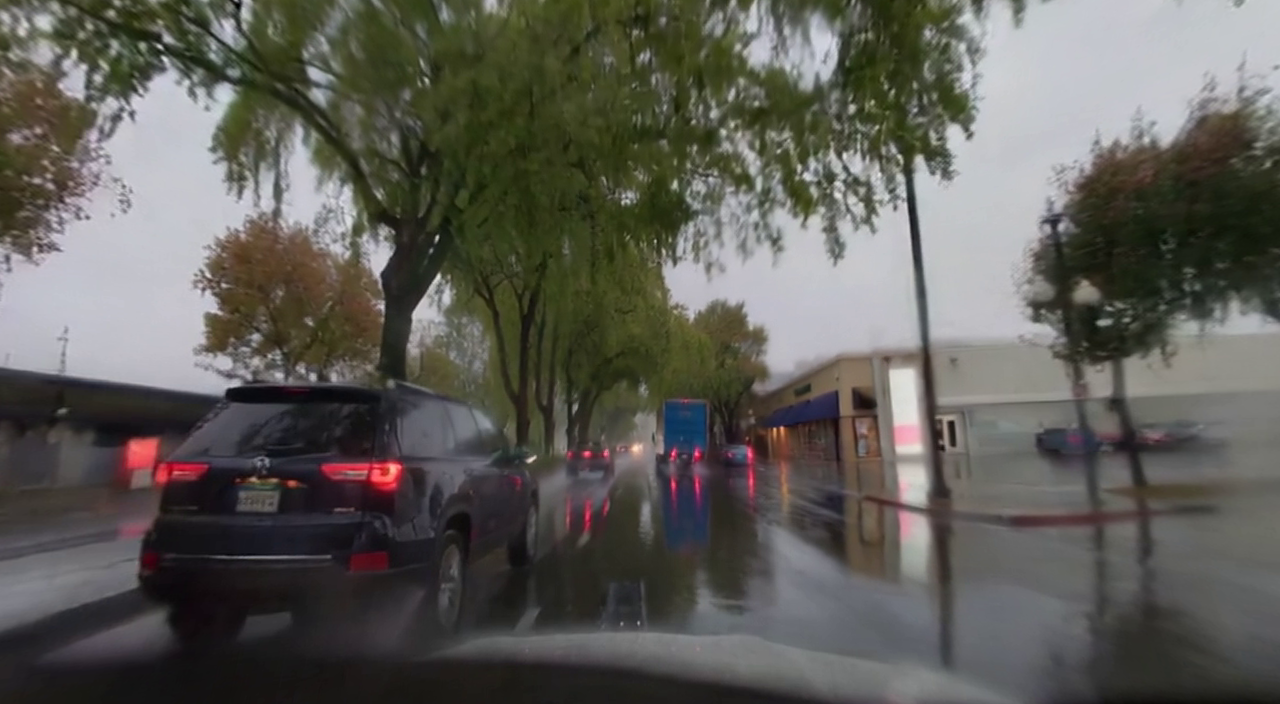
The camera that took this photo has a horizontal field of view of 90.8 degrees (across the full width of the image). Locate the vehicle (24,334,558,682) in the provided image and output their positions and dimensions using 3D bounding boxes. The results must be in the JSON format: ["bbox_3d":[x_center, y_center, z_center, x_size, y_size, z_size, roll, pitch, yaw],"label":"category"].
[{"bbox_3d":[-2.399,1.268,6.243,2.293,2.036,4.853,-1,-9,3],"label":"vehicle"}]

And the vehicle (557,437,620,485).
[{"bbox_3d":[-1.957,4.346,25.489,2.040,1.711,4.475,0,-8,2],"label":"vehicle"}]

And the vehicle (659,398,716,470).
[{"bbox_3d":[2.990,5.782,43.744,3.007,4.206,12.913,0,-8,1],"label":"vehicle"}]

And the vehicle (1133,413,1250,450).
[{"bbox_3d":[29.590,4.345,34.145,2.007,1.869,4.771,0,-8,2],"label":"vehicle"}]

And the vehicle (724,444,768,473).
[{"bbox_3d":[6.065,6.130,36.608,1.929,1.522,4.158,-1,-9,2],"label":"vehicle"}]
